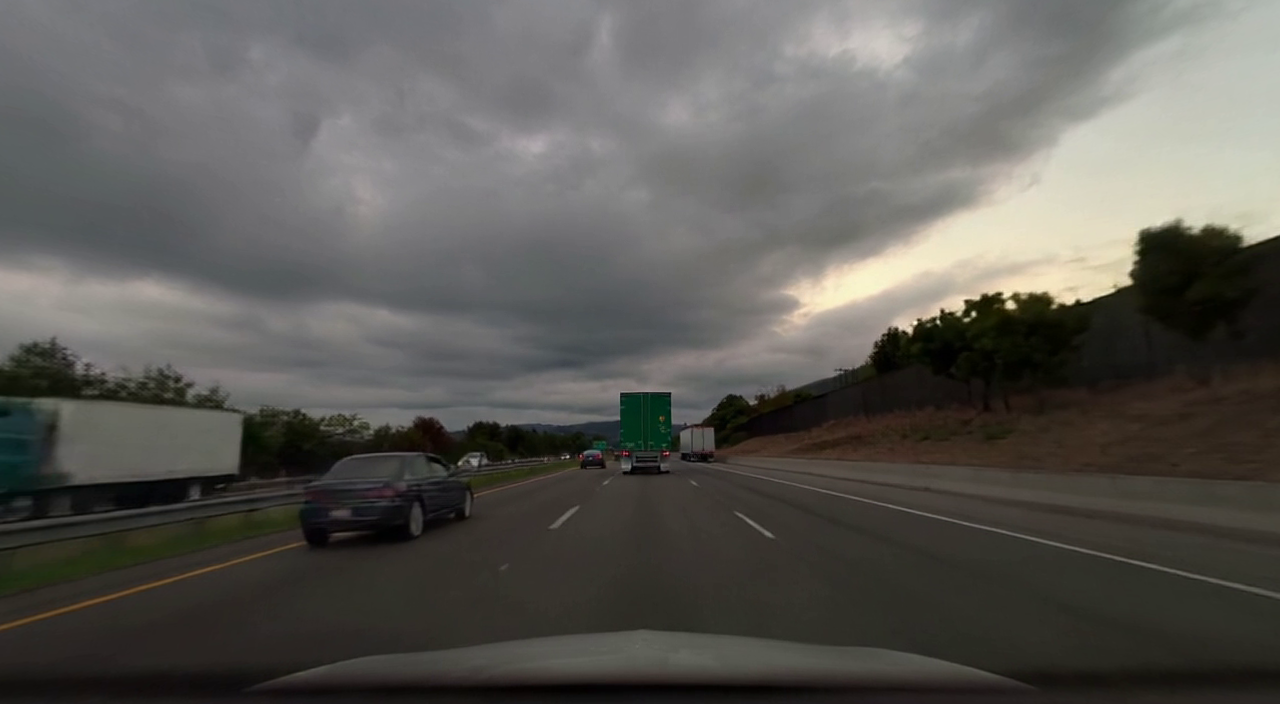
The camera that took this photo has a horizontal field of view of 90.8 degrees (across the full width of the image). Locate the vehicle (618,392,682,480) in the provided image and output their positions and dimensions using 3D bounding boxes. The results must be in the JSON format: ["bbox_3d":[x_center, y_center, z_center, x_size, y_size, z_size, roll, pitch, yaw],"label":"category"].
[{"bbox_3d":[0.441,4.739,34.885,2.932,4.042,11.054,0,-9,0],"label":"vehicle"}]

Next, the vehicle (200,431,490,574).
[{"bbox_3d":[-3.660,1.933,8.840,2.050,1.517,3.996,0,-9,1],"label":"vehicle"}]

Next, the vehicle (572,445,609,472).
[{"bbox_3d":[-3.267,7.118,42.297,2.173,1.657,4.401,0,-9,-1],"label":"vehicle"}]

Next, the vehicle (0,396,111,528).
[{"bbox_3d":[-18.029,2.869,16.481,3.067,3.366,5.874,0,-9,1],"label":"vehicle"}]
